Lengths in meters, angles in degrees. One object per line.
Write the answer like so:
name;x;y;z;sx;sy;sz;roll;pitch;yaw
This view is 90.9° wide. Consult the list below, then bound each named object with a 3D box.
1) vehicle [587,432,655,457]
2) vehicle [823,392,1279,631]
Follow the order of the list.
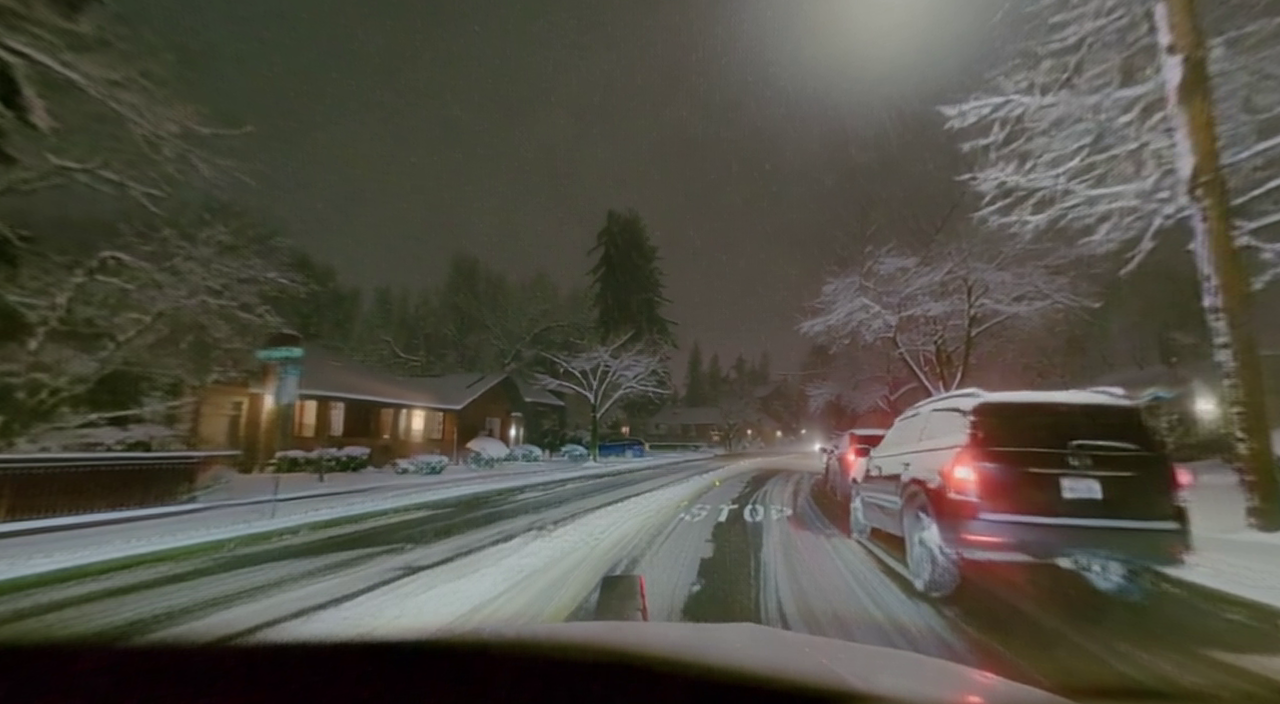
vehicle;-1.459;7.150;48.499;4.870;1.813;1.910;-4;-9;21
vehicle;3.761;1.473;6.917;2.692;1.649;4.689;-1;-9;8
